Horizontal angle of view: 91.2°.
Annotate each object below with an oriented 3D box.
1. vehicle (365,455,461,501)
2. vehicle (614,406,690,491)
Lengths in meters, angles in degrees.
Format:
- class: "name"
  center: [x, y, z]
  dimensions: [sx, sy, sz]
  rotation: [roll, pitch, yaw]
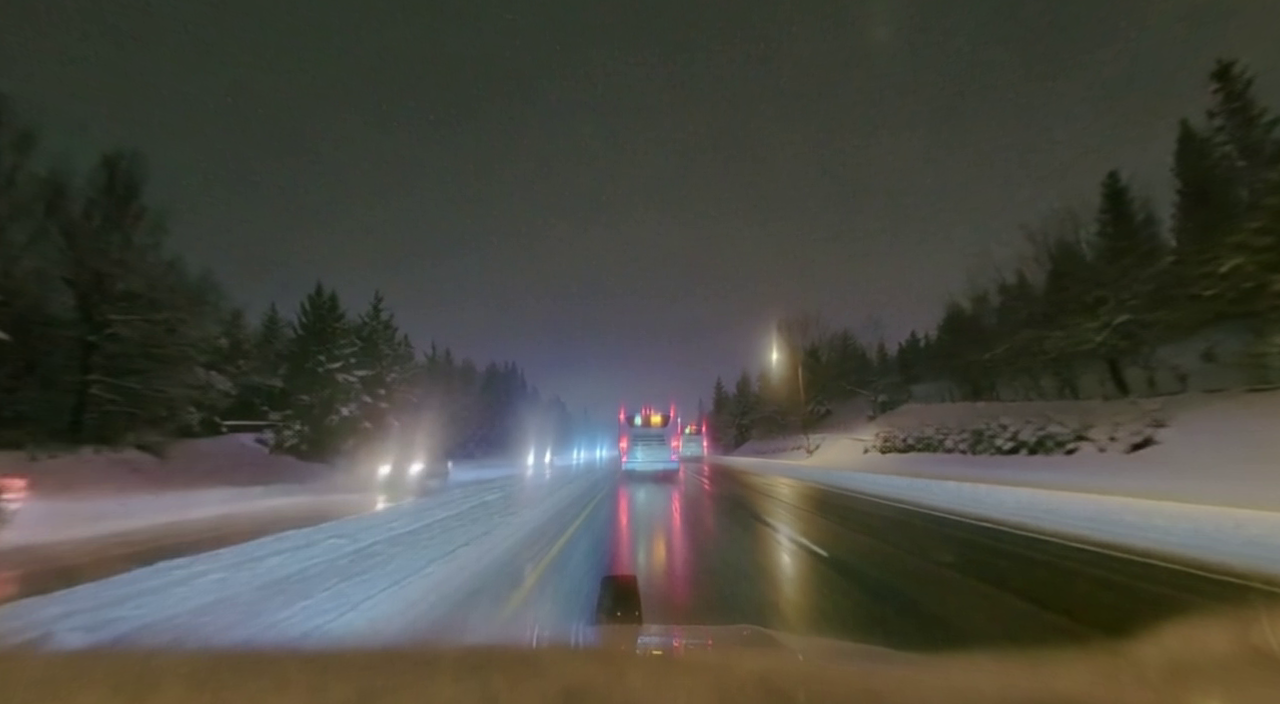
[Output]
- class: "vehicle"
  center: [-8.588, 4.789, 24.194]
  dimensions: [1.941, 1.525, 4.719]
  rotation: [-1, -9, 0]
- class: "vehicle"
  center: [0.346, 3.523, 22.972]
  dimensions: [2.414, 2.675, 5.574]
  rotation: [0, -9, -1]
